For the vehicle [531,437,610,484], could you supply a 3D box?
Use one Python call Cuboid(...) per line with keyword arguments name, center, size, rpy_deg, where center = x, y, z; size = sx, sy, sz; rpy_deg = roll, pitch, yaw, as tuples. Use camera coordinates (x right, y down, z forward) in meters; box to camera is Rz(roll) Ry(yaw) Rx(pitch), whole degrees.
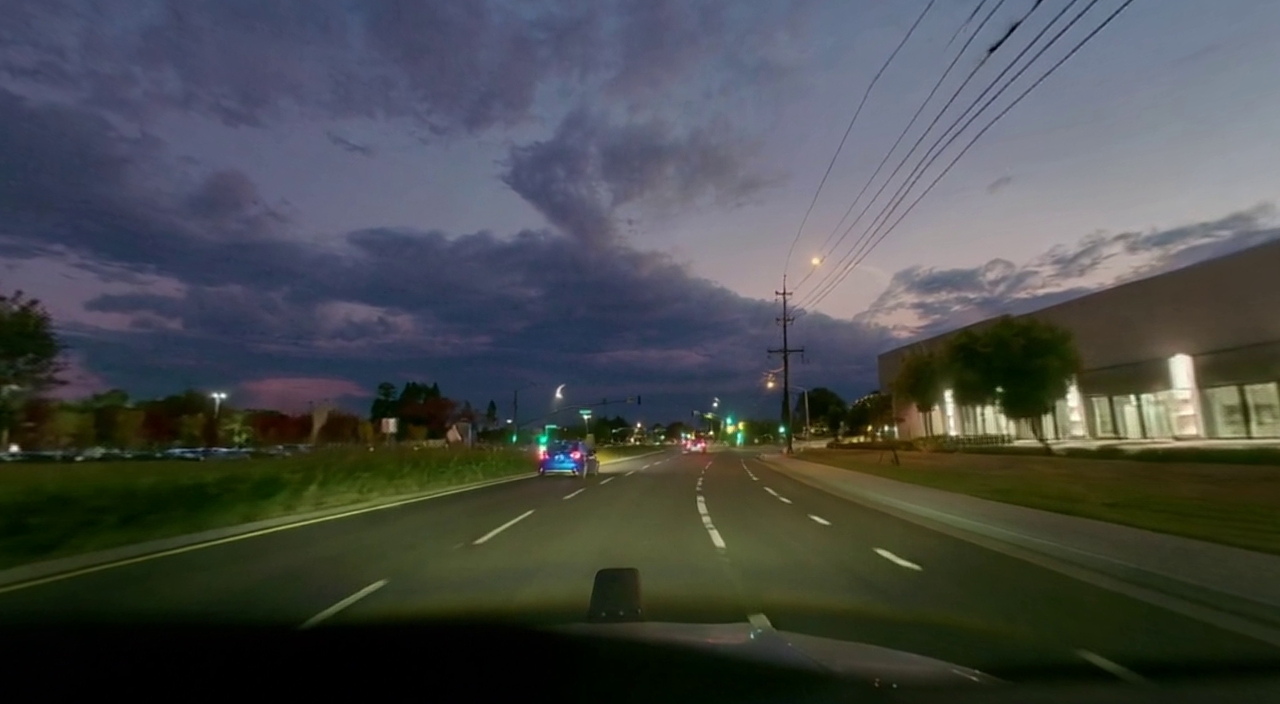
Cuboid(name="vehicle", center=(-2.391, 3.890, 22.984), size=(1.928, 1.488, 4.635), rpy_deg=(-1, -8, 6))
